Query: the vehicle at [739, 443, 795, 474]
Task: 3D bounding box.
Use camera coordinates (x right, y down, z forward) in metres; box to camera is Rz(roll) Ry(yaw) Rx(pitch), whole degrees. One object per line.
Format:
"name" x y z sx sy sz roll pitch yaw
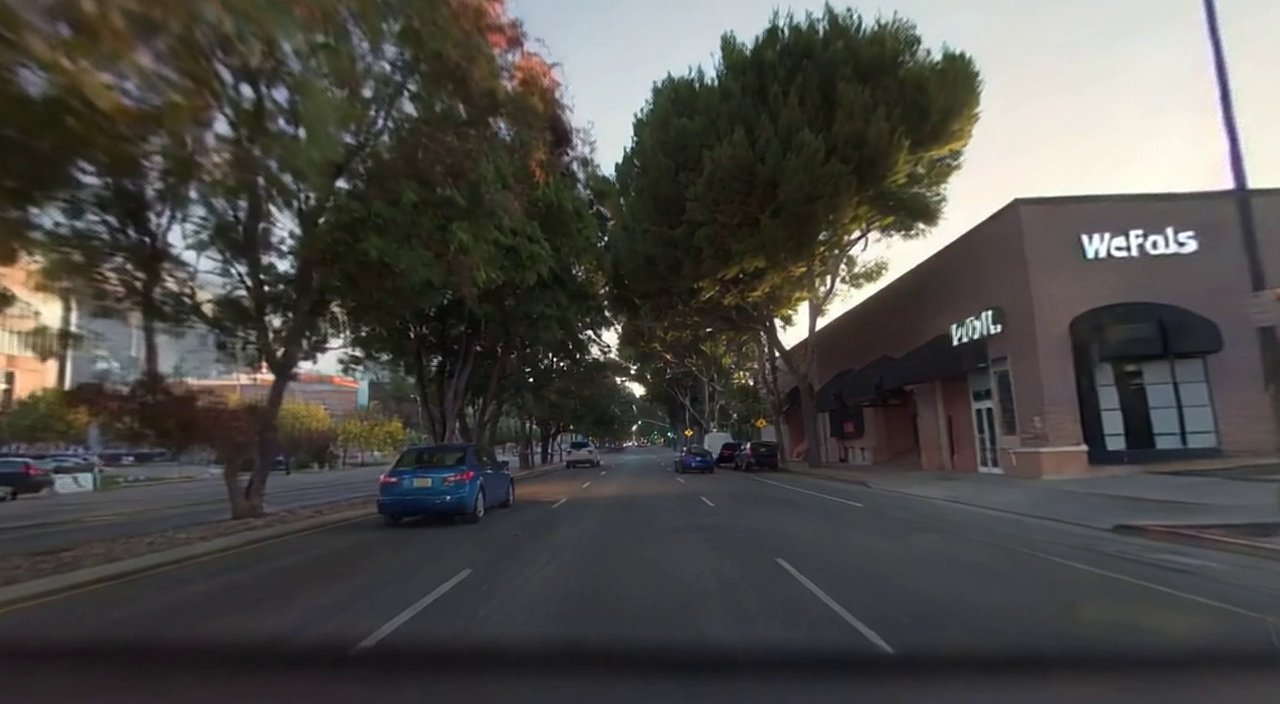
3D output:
"vehicle" 6.601 5.544 33.234 1.896 1.479 4.416 0 -8 -2

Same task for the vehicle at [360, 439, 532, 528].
"vehicle" -3.598 2.514 12.718 2.060 1.466 4.387 0 -9 0

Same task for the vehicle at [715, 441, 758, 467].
"vehicle" 6.373 6.802 42.143 1.983 1.618 4.108 0 -9 -3

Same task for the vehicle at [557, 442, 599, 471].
"vehicle" -3.876 6.642 40.462 2.145 1.694 4.642 0 -8 1

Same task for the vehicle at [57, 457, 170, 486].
"vehicle" -29.366 6.683 35.337 4.604 1.498 1.899 0 -9 1

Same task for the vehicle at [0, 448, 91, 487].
"vehicle" -29.393 5.441 29.733 4.987 1.709 2.267 -1 -9 2

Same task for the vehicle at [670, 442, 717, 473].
"vehicle" 2.741 5.566 33.551 1.961 1.482 4.538 0 -9 -2
